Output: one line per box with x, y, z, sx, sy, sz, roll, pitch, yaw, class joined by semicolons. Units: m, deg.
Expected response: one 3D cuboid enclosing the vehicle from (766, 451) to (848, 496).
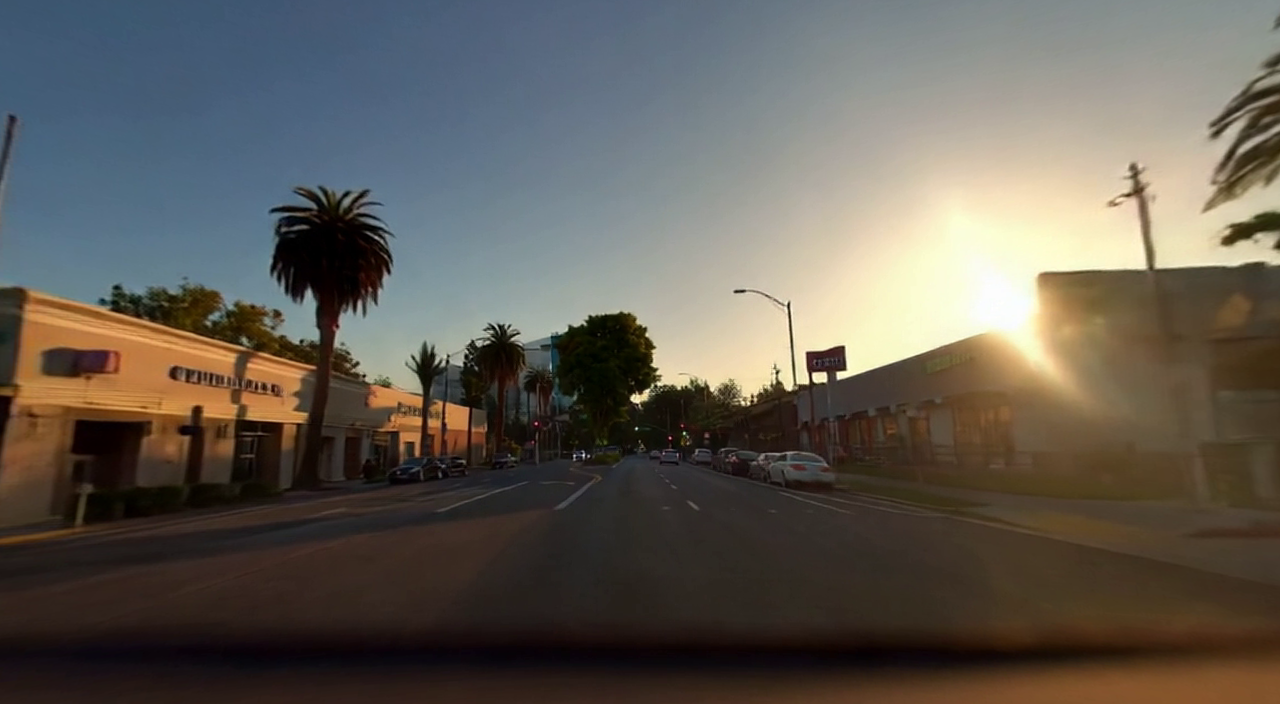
6.377;4.665;24.690;1.840;1.503;4.760;0;-9;-1;vehicle

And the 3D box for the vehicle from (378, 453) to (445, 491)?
-13.010;6.816;36.310;1.975;1.570;5.265;-8;-7;-3;vehicle
